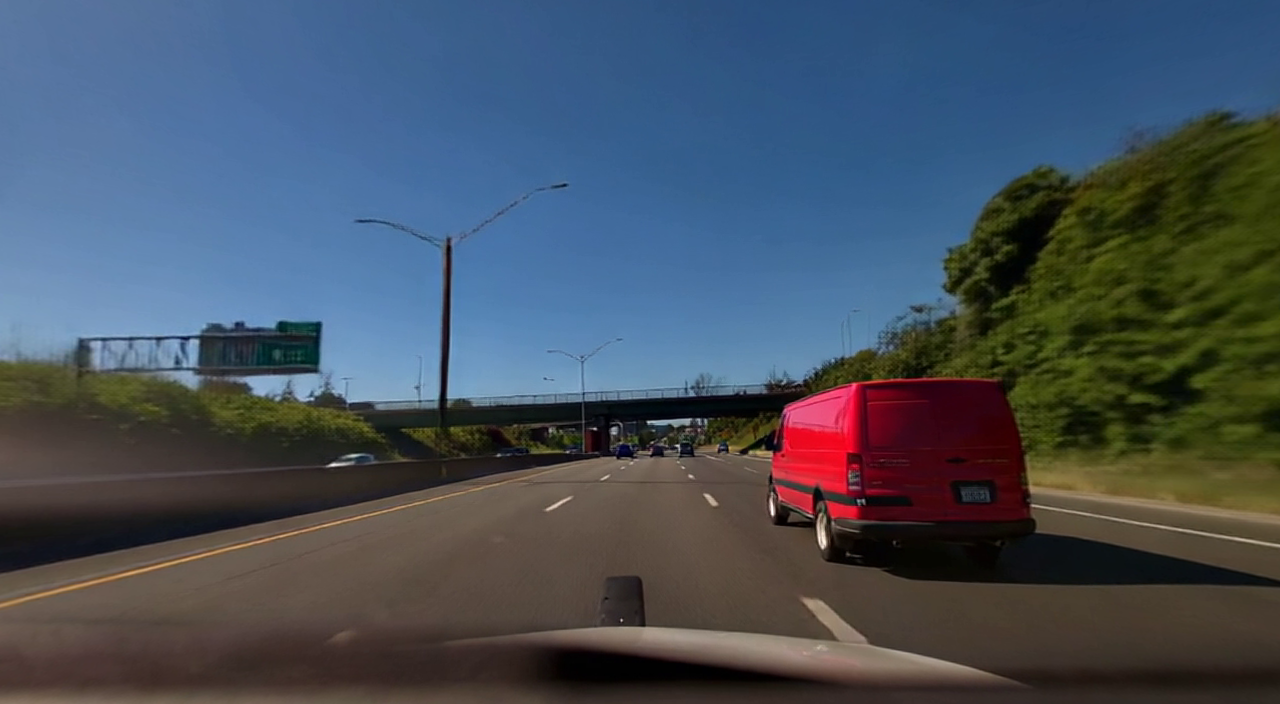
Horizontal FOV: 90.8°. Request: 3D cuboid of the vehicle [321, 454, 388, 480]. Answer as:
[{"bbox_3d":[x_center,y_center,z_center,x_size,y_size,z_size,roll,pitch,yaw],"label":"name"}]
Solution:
[{"bbox_3d":[-18.978,7.644,42.299,1.861,1.592,5.157,-1,-8,3],"label":"vehicle"}]
